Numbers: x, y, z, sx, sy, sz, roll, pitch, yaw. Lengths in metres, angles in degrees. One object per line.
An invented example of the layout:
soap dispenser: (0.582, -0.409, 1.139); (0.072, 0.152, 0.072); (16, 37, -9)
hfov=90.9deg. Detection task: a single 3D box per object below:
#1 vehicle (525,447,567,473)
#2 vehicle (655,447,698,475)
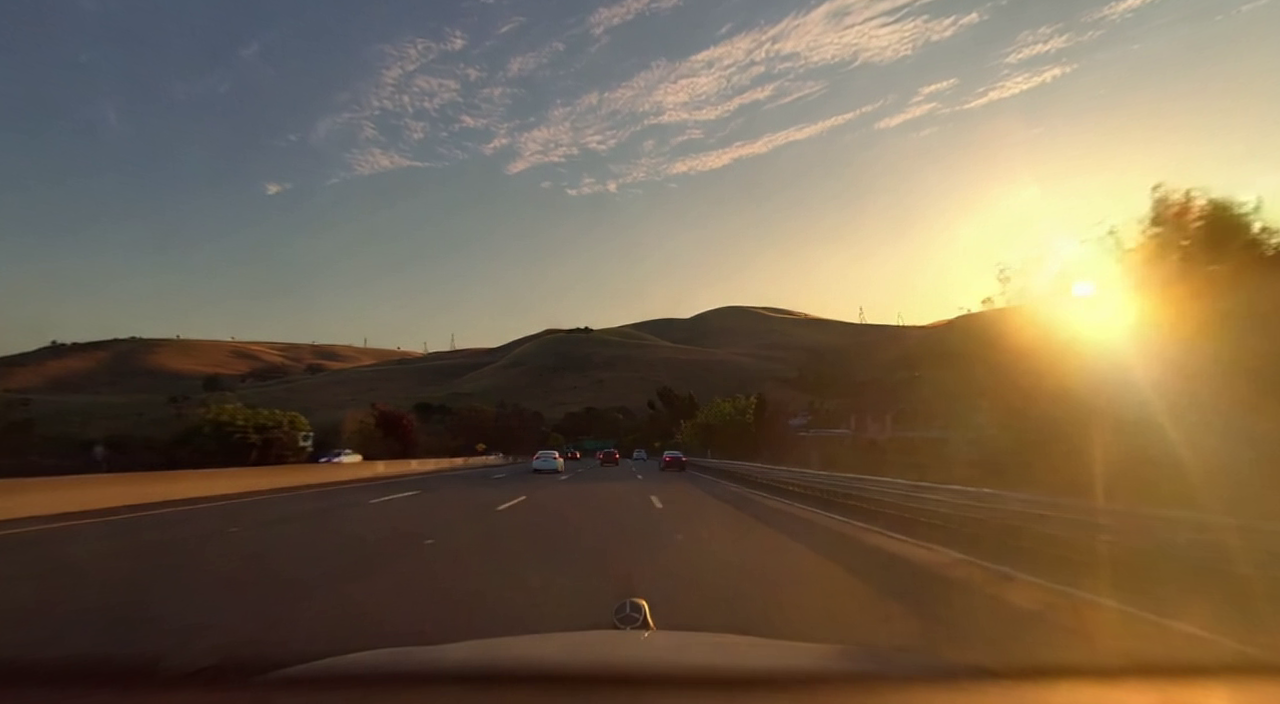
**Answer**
vehicle: (-5.560, 6.460, 37.745); (1.955, 1.468, 3.637); (0, -9, -1)
vehicle: (2.013, 6.203, 35.997); (2.019, 1.475, 4.301); (0, -9, -2)
